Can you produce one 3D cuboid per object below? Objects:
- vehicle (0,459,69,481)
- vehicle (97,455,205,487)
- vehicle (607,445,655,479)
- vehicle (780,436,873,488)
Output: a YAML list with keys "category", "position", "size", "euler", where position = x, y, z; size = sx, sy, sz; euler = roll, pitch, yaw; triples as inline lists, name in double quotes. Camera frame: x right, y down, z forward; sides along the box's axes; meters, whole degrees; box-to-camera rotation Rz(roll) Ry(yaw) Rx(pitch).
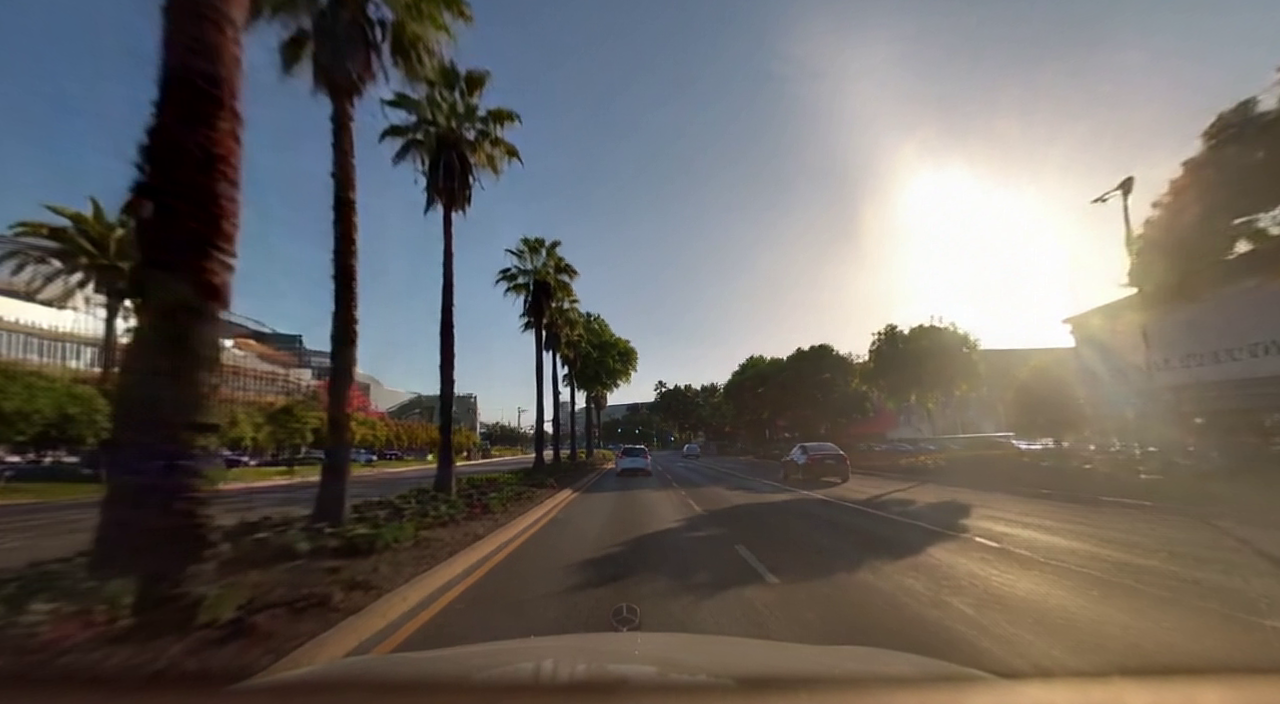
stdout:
- category: "vehicle"
  position: [-45.532, 8.756, 46.847]
  size: [4.103, 1.568, 1.869]
  euler: [0, -8, -1]
- category: "vehicle"
  position: [-24.408, 5.921, 31.507]
  size: [3.898, 1.459, 1.680]
  euler: [1, -8, -2]
- category: "vehicle"
  position: [-0.373, 4.775, 27.605]
  size: [1.970, 1.402, 3.756]
  euler: [0, -8, 0]
- category: "vehicle"
  position: [6.430, 3.833, 22.202]
  size: [1.949, 1.647, 3.894]
  euler: [0, -8, -2]
